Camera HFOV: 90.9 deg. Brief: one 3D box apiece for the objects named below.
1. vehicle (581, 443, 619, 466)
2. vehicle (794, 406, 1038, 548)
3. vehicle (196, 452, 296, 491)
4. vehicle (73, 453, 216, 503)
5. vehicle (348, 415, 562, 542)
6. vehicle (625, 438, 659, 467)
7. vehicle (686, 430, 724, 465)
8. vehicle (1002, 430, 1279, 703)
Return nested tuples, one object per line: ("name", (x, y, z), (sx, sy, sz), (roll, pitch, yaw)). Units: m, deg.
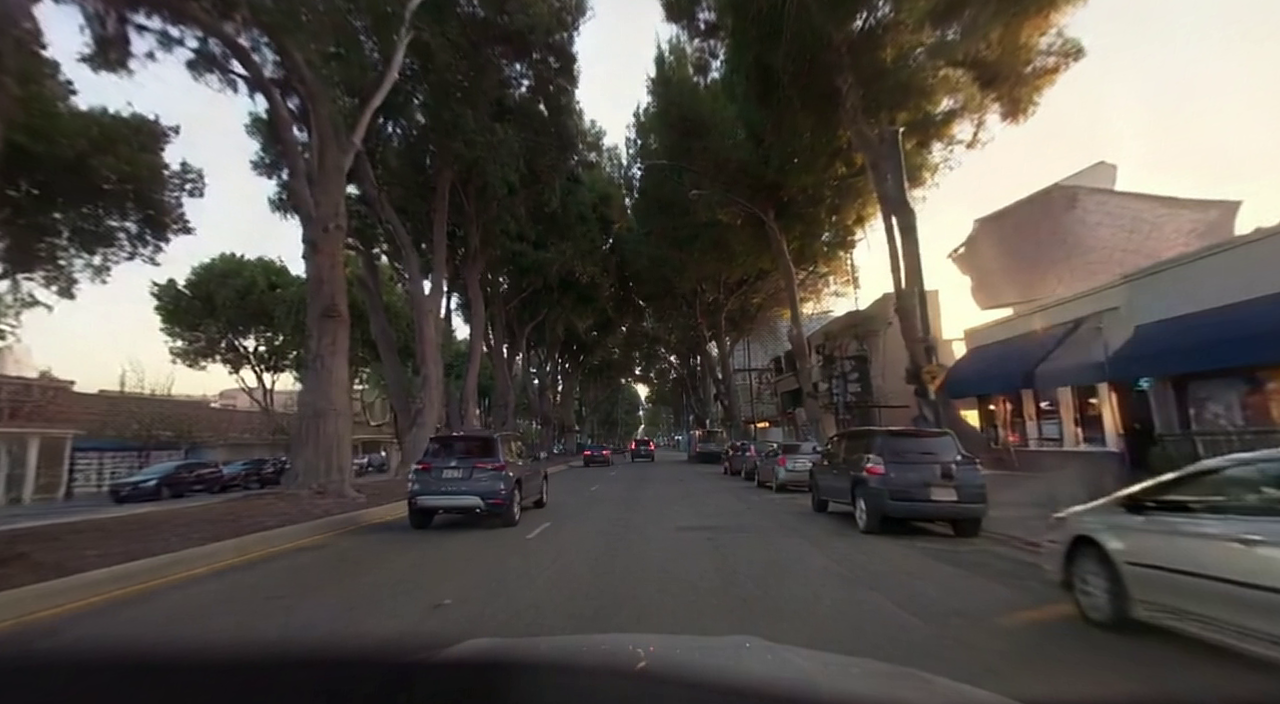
("vehicle", (-2.717, 7.019, 43.360), (2.151, 1.484, 4.468), (0, -8, 2))
("vehicle", (4.345, 2.056, 11.040), (2.079, 1.910, 4.855), (0, -9, 0))
("vehicle", (-18.815, 5.680, 30.391), (1.934, 1.673, 4.250), (0, -8, 2))
("vehicle", (-18.982, 4.797, 24.478), (1.856, 1.674, 4.475), (0, -8, 1))
("vehicle", (-2.811, 2.069, 10.998), (2.186, 1.708, 4.746), (0, -8, 1))
("vehicle", (0.174, 6.487, 40.972), (2.075, 1.770, 4.018), (0, -8, 1))
("vehicle", (4.684, 7.014, 46.247), (2.265, 2.367, 5.235), (0, -9, 0))
("vehicle", (4.291, 1.156, 3.298), (1.898, 1.473, 4.709), (0, -8, -1))
